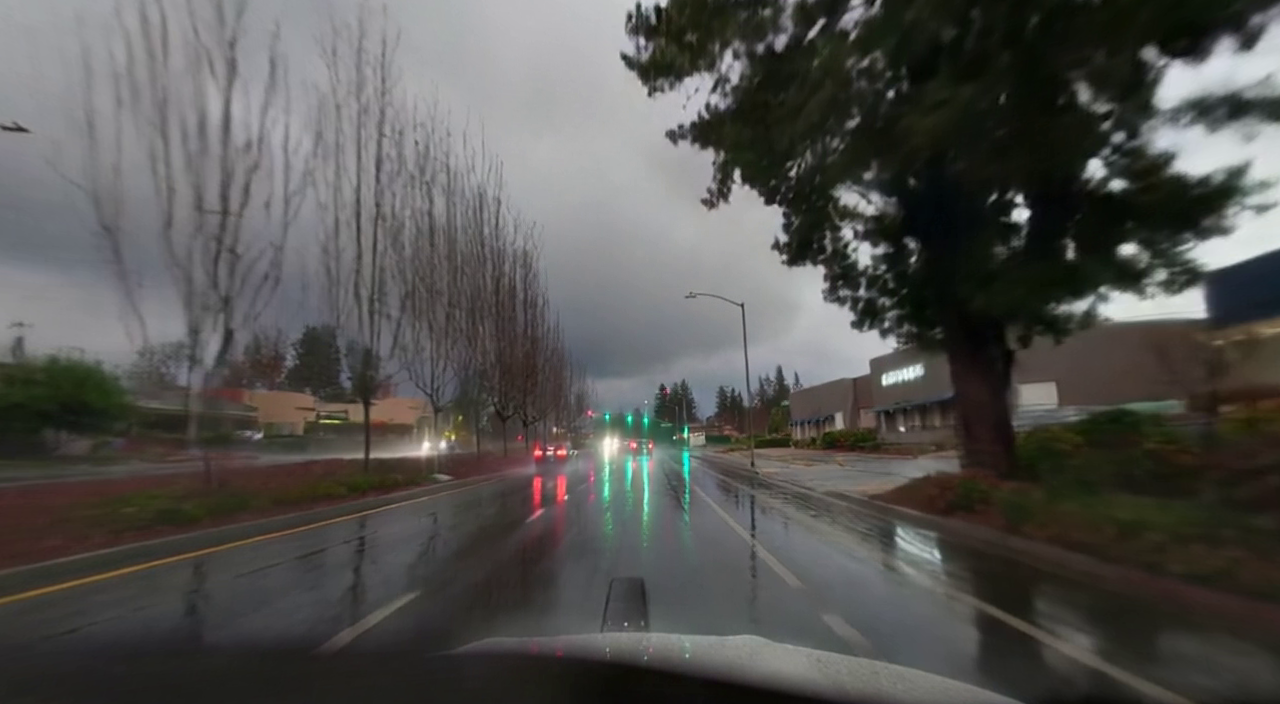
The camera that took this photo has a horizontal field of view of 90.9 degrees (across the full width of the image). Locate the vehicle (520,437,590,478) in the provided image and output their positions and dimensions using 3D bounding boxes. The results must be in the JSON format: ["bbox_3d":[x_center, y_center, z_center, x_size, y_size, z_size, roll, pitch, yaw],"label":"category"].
[{"bbox_3d":[-3.249,4.153,25.041,2.015,1.470,4.458,0,-8,2],"label":"vehicle"}]

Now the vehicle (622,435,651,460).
[{"bbox_3d":[-0.249,7.338,48.408,2.153,1.764,4.047,0,-8,0],"label":"vehicle"}]
